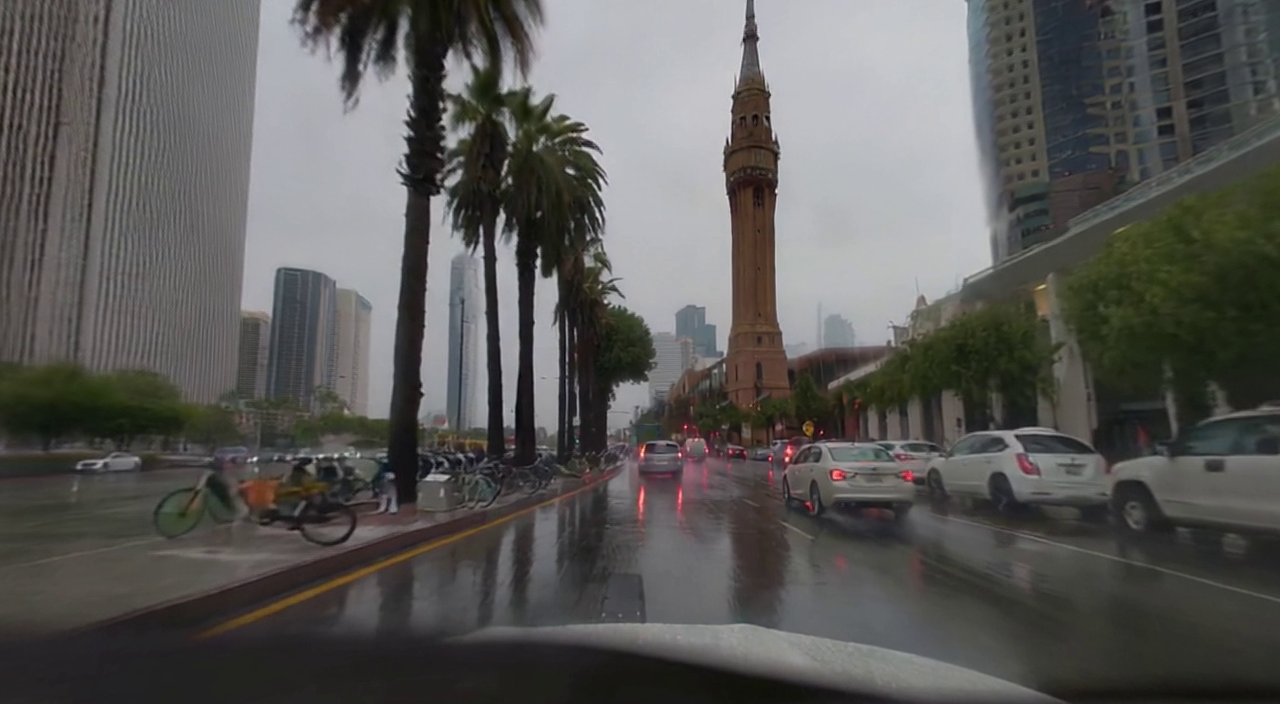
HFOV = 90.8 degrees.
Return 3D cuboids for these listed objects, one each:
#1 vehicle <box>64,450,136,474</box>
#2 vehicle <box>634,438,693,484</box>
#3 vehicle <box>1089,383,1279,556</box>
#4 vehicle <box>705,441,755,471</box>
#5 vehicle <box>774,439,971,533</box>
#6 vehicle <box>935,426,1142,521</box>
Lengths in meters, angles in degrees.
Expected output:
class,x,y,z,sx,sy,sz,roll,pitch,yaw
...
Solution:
class,x,y,z,sx,sy,sz,roll,pitch,yaw
vehicle,-41.650,8.444,48.884,2.006,1.732,4.736,1,-9,-10
vehicle,0.887,4.209,24.609,2.111,1.605,3.832,0,-9,1
vehicle,9.145,1.597,8.752,2.093,2.154,5.193,-1,-9,2
vehicle,5.113,5.990,36.489,1.981,1.572,4.718,0,-9,-2
vehicle,4.278,2.530,12.630,2.116,1.500,4.702,0,-9,0
vehicle,9.401,2.880,15.565,2.041,1.941,4.884,-1,-9,3
